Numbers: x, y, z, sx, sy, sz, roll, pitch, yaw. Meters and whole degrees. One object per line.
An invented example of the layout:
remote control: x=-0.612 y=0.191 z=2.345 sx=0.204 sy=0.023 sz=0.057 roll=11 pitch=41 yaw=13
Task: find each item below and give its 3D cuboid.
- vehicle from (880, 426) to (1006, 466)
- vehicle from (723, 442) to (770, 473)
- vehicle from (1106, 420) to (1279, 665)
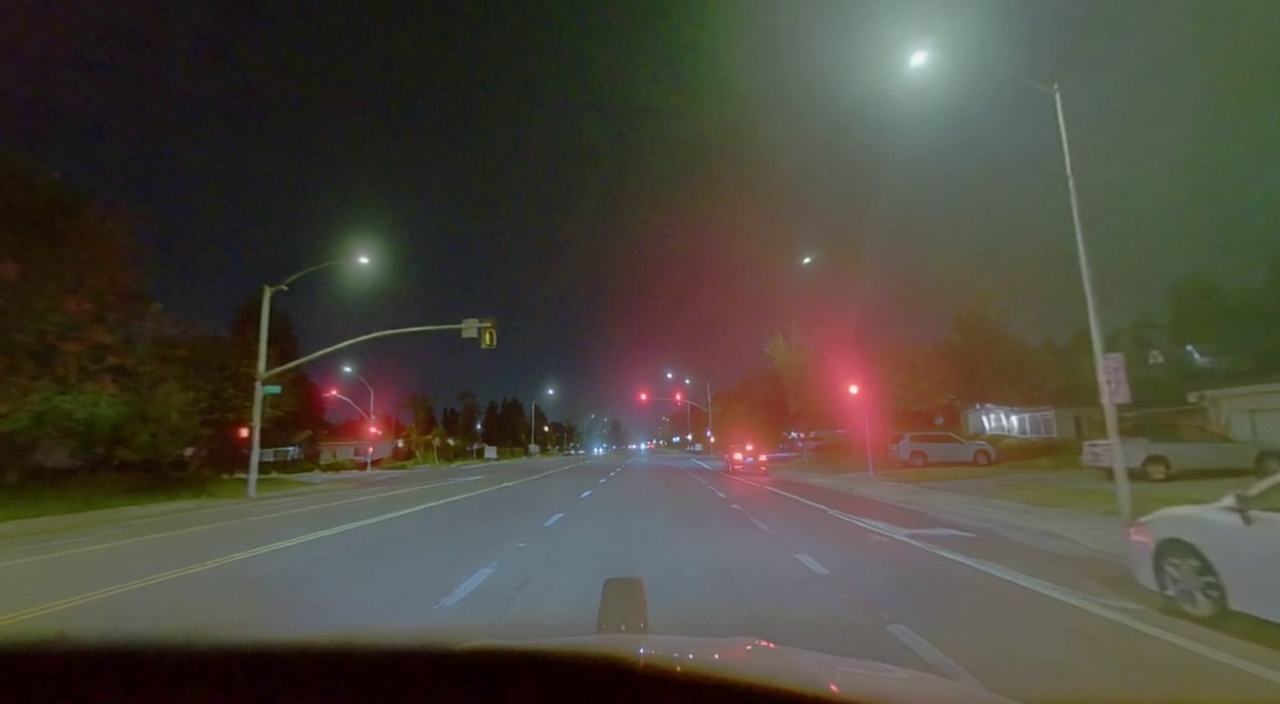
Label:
vehicle: x=13.429 y=4.208 z=28.176 sx=4.474 sy=1.710 sz=2.148 roll=0 pitch=-9 yaw=1
vehicle: x=5.786 y=5.771 z=34.714 sx=1.950 sy=1.567 sz=4.083 roll=0 pitch=-9 yaw=1
vehicle: x=5.052 y=1.040 z=2.936 sx=1.997 sy=1.521 sz=4.747 roll=0 pitch=-9 yaw=-2
